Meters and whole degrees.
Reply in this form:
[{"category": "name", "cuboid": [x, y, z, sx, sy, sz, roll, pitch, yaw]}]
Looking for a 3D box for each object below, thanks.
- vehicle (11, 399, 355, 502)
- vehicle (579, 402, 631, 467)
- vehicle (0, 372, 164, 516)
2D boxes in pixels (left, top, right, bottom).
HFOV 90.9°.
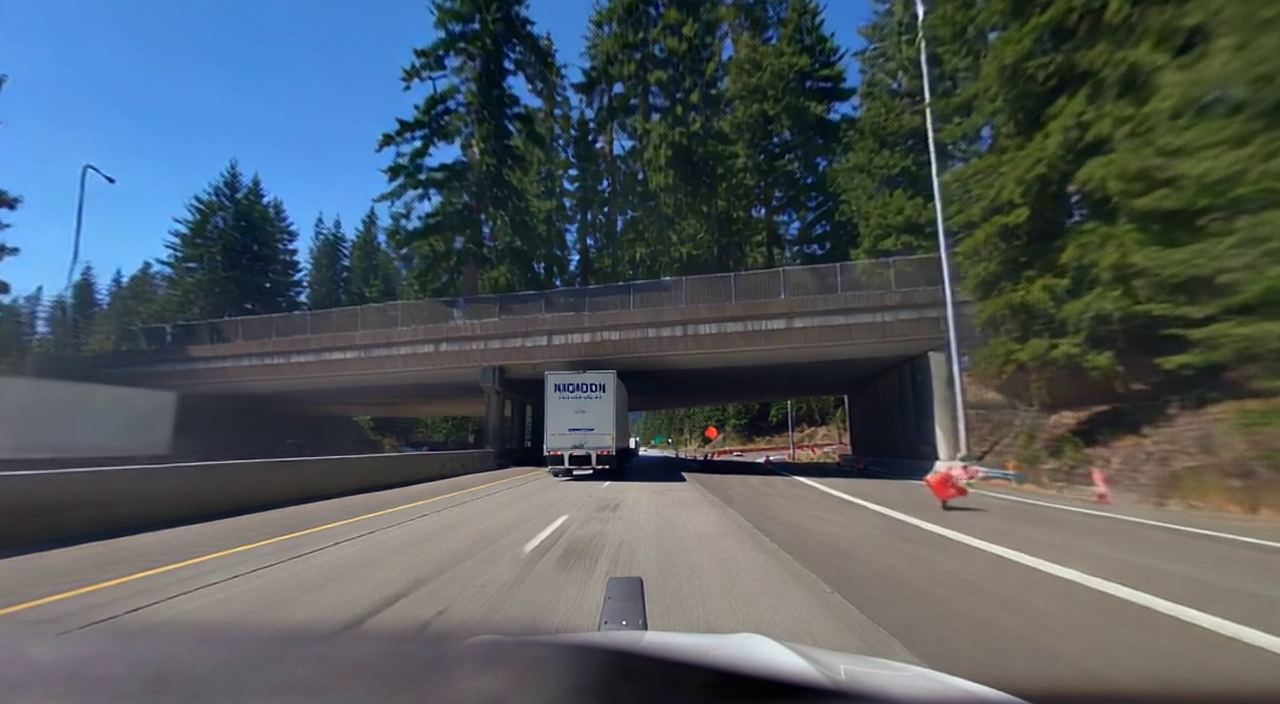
[{"category": "vehicle", "cuboid": [-16.803, 3.984, 26.031, 2.796, 3.007, 15.010, 0, -8, 1]}, {"category": "vehicle", "cuboid": [-2.290, 5.920, 44.610, 2.845, 4.049, 10.214, 0, -9, 1]}, {"category": "vehicle", "cuboid": [-16.914, 2.335, 15.996, 2.971, 3.438, 8.346, 0, -8, 1]}]
